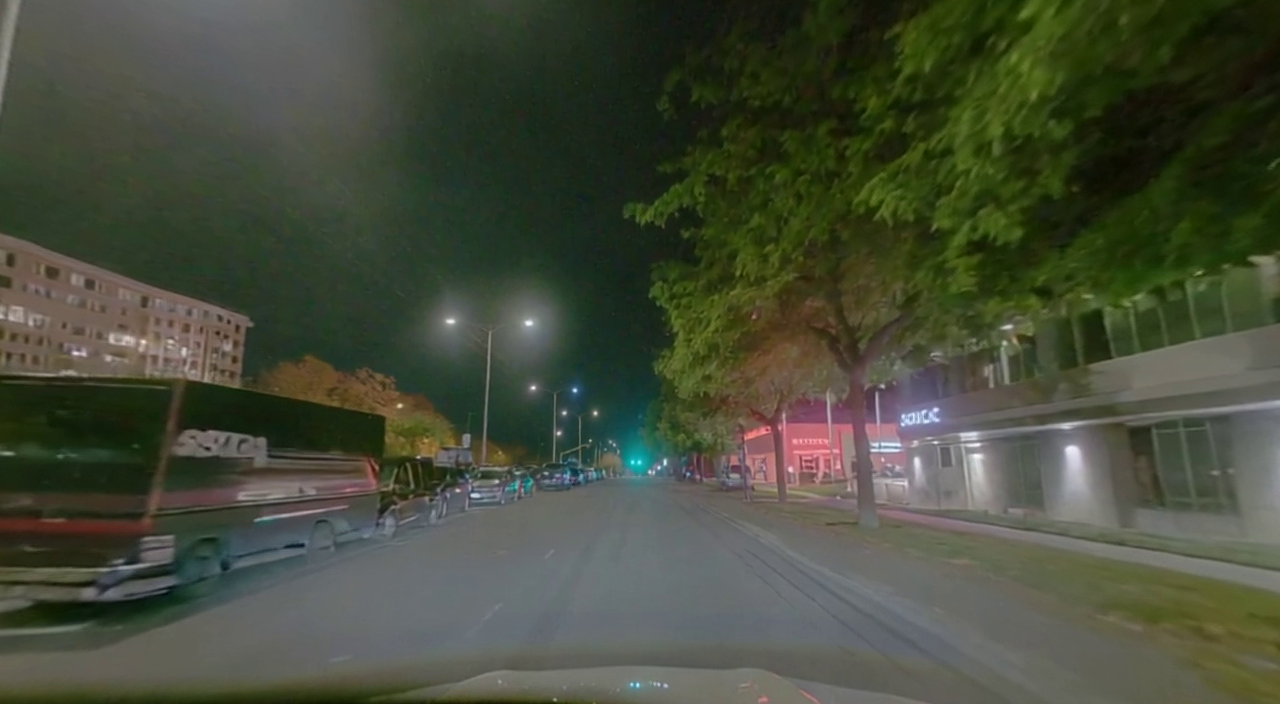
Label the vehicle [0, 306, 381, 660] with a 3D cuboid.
[{"bbox_3d":[-5.649,1.434,7.558,2.526,2.655,5.480,0,-10,2],"label":"vehicle"}]

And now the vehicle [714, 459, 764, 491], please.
[{"bbox_3d":[5.765,7.255,37.270,2.054,1.779,4.650,1,-11,-2],"label":"vehicle"}]

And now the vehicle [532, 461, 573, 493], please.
[{"bbox_3d":[-5.853,8.486,42.919,2.196,2.001,5.548,1,-11,-2],"label":"vehicle"}]

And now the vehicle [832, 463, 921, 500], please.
[{"bbox_3d":[10.327,5.738,27.975,1.926,1.469,4.654,1,-11,-3],"label":"vehicle"}]
